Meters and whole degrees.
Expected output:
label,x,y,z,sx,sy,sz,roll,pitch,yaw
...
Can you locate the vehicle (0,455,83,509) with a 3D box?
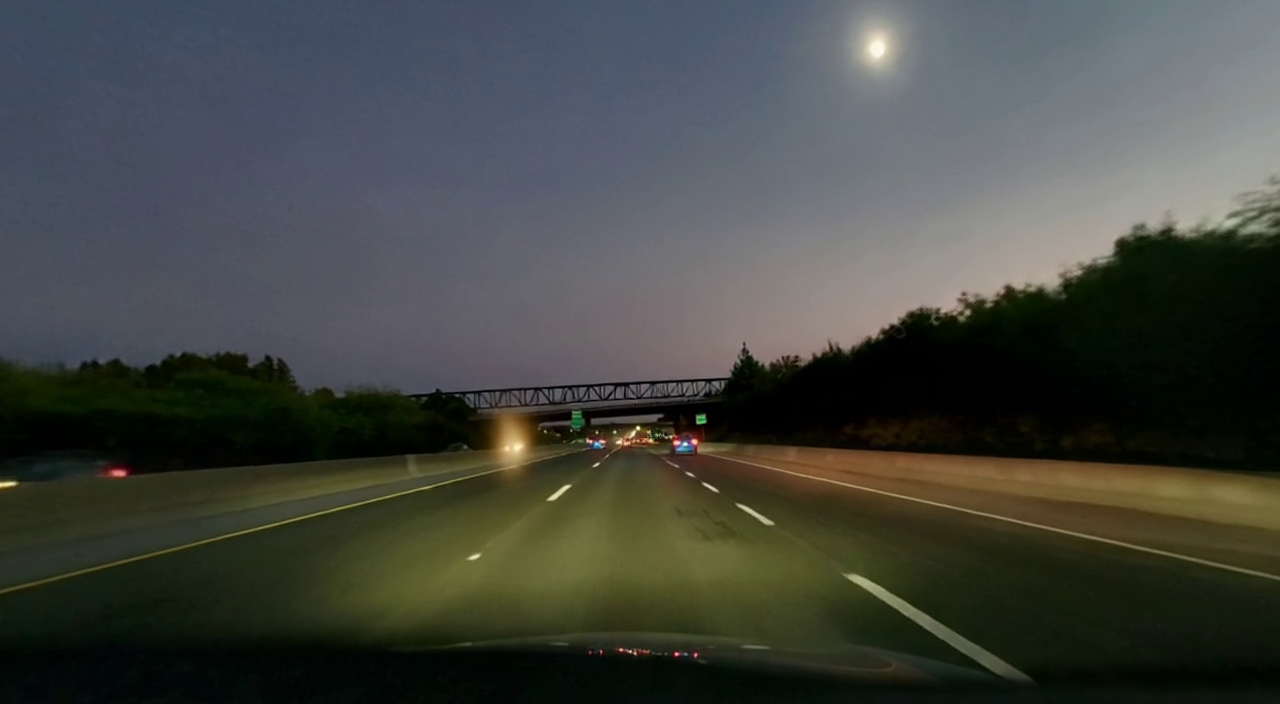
label,x,y,z,sx,sy,sz,roll,pitch,yaw
vehicle,-20.996,4.283,20.923,1.749,1.567,3.519,0,-8,-1
